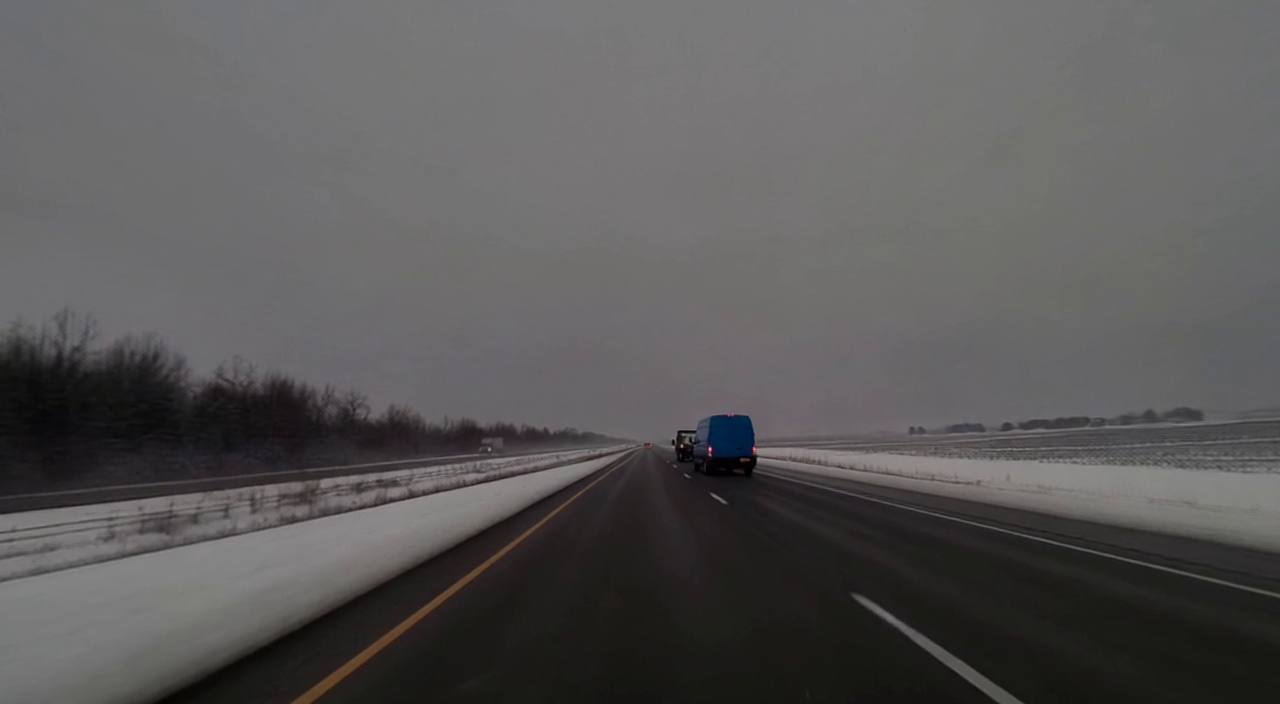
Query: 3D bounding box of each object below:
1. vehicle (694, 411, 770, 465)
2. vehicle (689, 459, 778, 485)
[{"bbox_3d":[3.810,3.804,27.385,2.444,2.053,5.616,-1,-9,0],"label":"vehicle"},{"bbox_3d":[3.826,5.115,27.231,2.702,0.824,6.391,0,-8,-2],"label":"vehicle"}]
